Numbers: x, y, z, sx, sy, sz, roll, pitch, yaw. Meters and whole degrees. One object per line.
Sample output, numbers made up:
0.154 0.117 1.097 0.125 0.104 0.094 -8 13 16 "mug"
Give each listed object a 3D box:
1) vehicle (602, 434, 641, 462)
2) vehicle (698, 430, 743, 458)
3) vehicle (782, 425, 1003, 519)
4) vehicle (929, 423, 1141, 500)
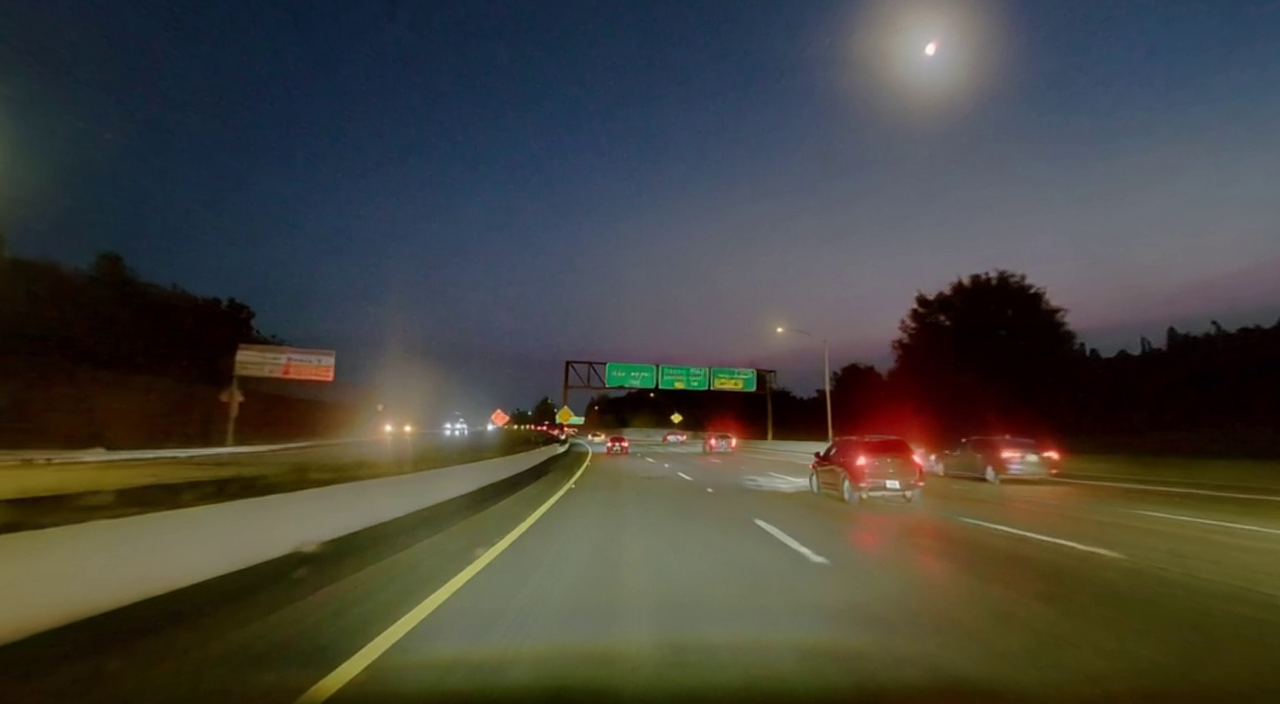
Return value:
-1.137 5.636 37.254 2.090 1.510 4.280 1 -8 -4 "vehicle"
5.097 5.926 40.653 2.094 1.652 3.955 1 -8 -5 "vehicle"
4.611 2.283 12.561 2.196 1.494 4.735 1 -8 -4 "vehicle"
9.488 2.679 15.807 2.056 1.609 4.761 1 -8 -3 "vehicle"
